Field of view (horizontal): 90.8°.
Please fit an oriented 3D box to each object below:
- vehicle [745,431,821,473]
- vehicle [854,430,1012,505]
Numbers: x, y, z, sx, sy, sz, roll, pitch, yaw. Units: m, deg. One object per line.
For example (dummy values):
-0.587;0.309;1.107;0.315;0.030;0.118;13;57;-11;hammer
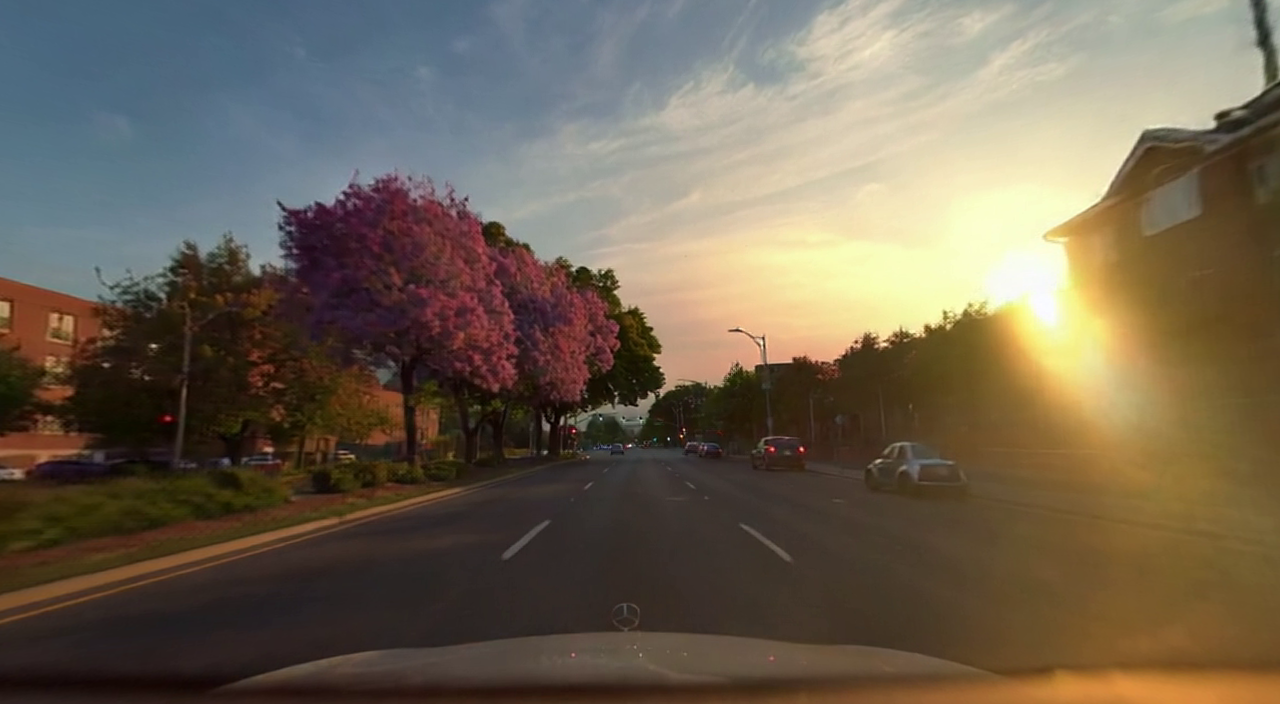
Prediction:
6.976;4.974;31.580;2.450;1.892;5.107;0;-9;-2;vehicle
7.254;2.899;16.237;1.940;1.647;4.309;0;-9;-1;vehicle
